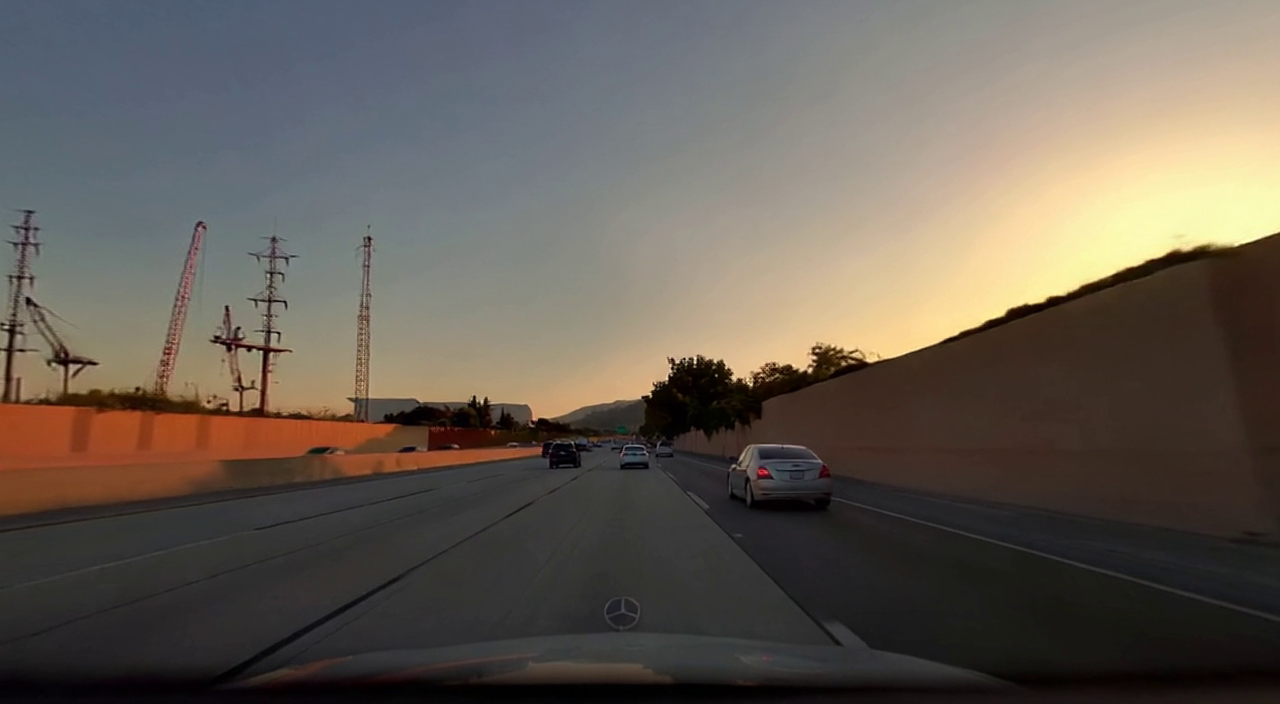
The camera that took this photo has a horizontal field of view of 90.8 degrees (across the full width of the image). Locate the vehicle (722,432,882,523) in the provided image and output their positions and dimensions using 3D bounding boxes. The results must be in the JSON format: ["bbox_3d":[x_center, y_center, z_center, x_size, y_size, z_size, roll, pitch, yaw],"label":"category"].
[{"bbox_3d":[3.025,2.446,12.925,1.917,1.507,4.540,0,-8,-2],"label":"vehicle"}]

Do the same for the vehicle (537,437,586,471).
[{"bbox_3d":[-4.317,5.653,35.279,2.121,1.775,4.335,0,-8,1],"label":"vehicle"}]

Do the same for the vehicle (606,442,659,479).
[{"bbox_3d":[-0.321,4.525,26.639,2.045,1.452,4.040,0,-8,-1],"label":"vehicle"}]
